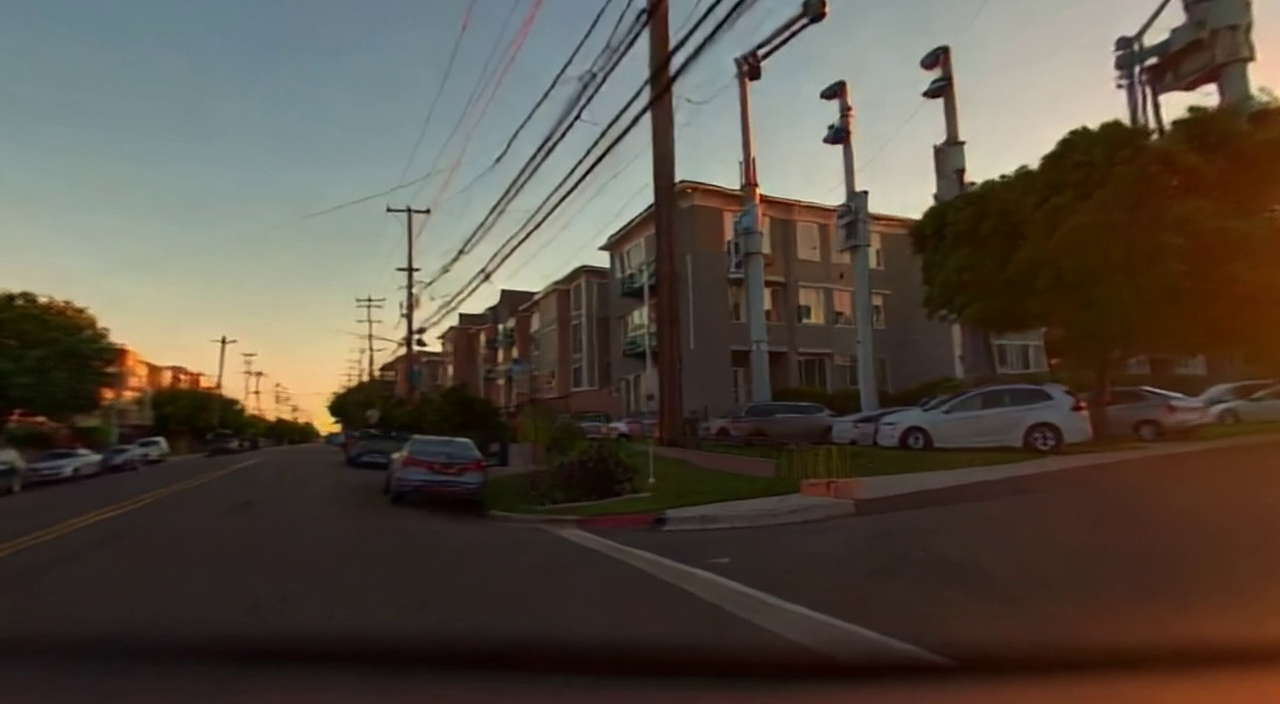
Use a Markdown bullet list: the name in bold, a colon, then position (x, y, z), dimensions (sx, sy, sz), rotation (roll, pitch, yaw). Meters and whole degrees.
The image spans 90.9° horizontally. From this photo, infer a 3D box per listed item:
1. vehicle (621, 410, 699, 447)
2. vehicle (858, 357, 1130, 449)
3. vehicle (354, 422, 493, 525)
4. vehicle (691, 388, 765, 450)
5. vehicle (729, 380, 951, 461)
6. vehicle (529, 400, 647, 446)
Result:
- **vehicle**: position (0.923, 3.650, 30.567), dimensions (1.754, 1.559, 3.567), rotation (5, -6, -41)
- **vehicle**: position (8.669, 1.439, 15.972), dimensions (5.514, 1.976, 2.153), rotation (-5, -9, 30)
- **vehicle**: position (-4.269, 2.211, 12.057), dimensions (1.914, 1.591, 3.892), rotation (4, -9, -27)
- **vehicle**: position (2.754, 2.168, 19.719), dimensions (2.003, 1.695, 4.195), rotation (-2, -8, 9)
- **vehicle**: position (4.700, 1.719, 15.107), dimensions (4.648, 1.659, 1.897), rotation (-6, -10, 32)
- **vehicle**: position (-2.521, 3.347, 28.946), dimensions (5.778, 1.875, 2.152), rotation (-8, -11, 44)
